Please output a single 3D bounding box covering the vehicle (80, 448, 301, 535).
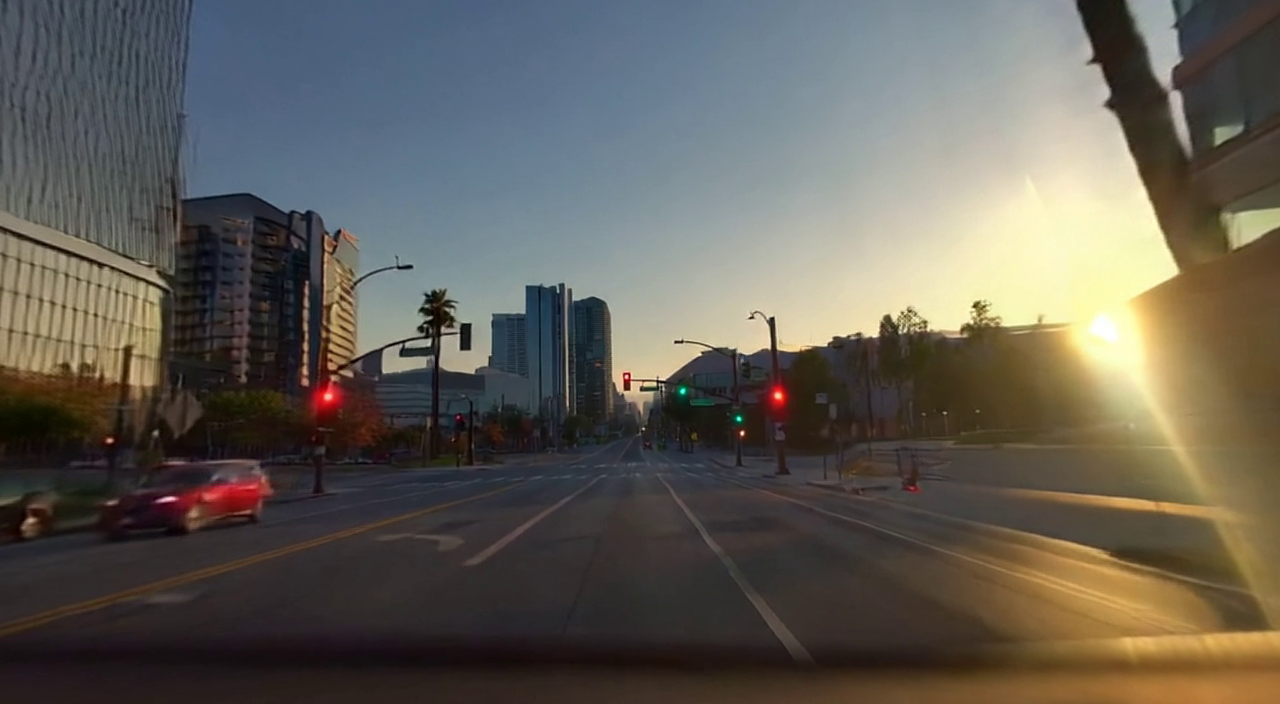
[{"bbox_3d":[-10.001,3.079,14.614,1.923,1.662,4.318,0,-9,0],"label":"vehicle"}]

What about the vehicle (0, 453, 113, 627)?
[{"bbox_3d":[-6.411,1.457,4.353,1.868,1.467,4.267,0,-9,0],"label":"vehicle"}]
